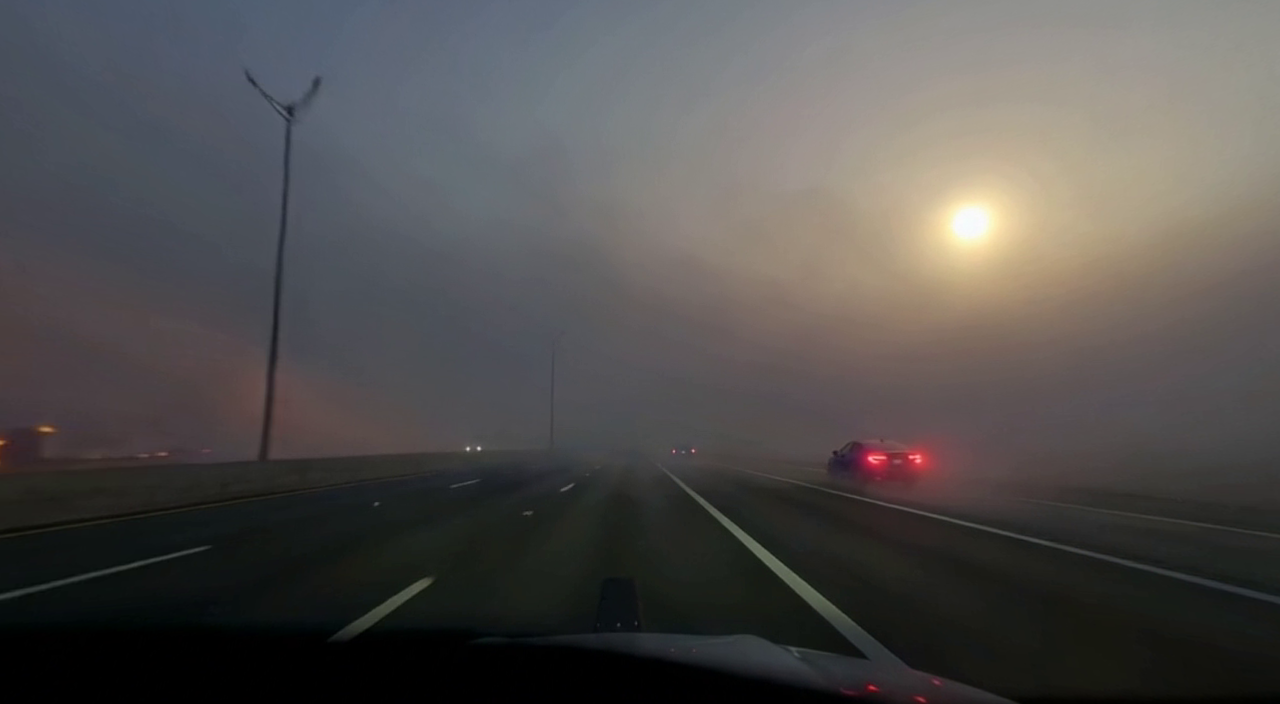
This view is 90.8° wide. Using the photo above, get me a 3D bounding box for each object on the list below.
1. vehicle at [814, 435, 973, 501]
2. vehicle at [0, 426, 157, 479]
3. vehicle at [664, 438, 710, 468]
[{"bbox_3d":[6.618,3.065,17.302,2.227,1.522,5.041,0,-8,-1],"label":"vehicle"},{"bbox_3d":[-44.014,7.633,48.478,3.302,3.459,13.357,0,-8,0],"label":"vehicle"},{"bbox_3d":[2.655,5.848,36.647,2.270,1.615,3.770,0,-8,-1],"label":"vehicle"}]
